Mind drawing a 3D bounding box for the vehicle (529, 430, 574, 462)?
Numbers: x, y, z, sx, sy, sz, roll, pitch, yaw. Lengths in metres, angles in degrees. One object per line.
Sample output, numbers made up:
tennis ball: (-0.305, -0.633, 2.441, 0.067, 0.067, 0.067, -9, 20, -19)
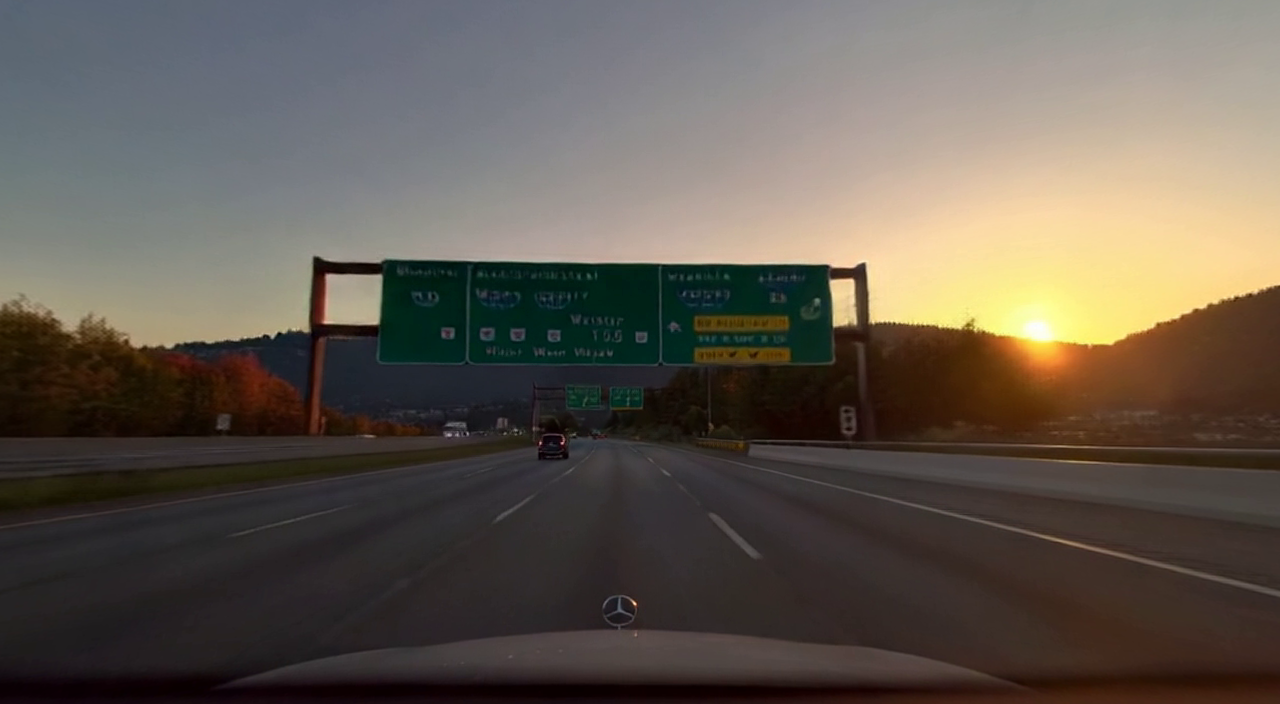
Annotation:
vehicle: (-4.681, 5.023, 33.758, 1.878, 1.548, 3.966, 0, -8, -1)
